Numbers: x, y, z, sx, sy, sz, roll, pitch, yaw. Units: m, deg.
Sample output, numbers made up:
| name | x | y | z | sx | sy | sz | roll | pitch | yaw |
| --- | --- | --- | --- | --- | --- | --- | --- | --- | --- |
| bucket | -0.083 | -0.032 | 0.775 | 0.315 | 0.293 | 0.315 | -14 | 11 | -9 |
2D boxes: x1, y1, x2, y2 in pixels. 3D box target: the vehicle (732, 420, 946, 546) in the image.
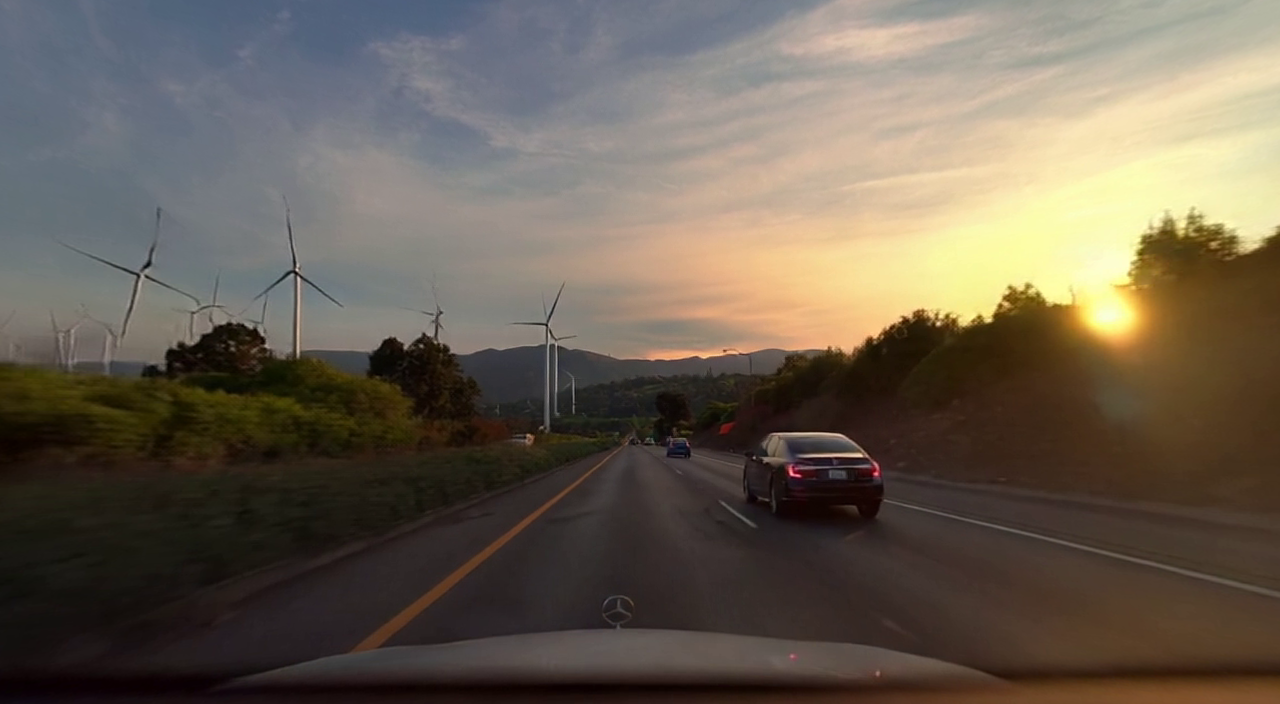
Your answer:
| name | x | y | z | sx | sy | sz | roll | pitch | yaw |
| --- | --- | --- | --- | --- | --- | --- | --- | --- | --- |
| vehicle | 2.907 | 1.992 | 10.381 | 2.038 | 1.624 | 4.312 | 0 | -8 | -1 |

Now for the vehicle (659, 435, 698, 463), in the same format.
| name | x | y | z | sx | sy | sz | roll | pitch | yaw |
| --- | --- | --- | --- | --- | --- | --- | --- | --- | --- |
| vehicle | 2.385 | 6.103 | 39.923 | 2.066 | 1.661 | 4.500 | 0 | -8 | -1 |
